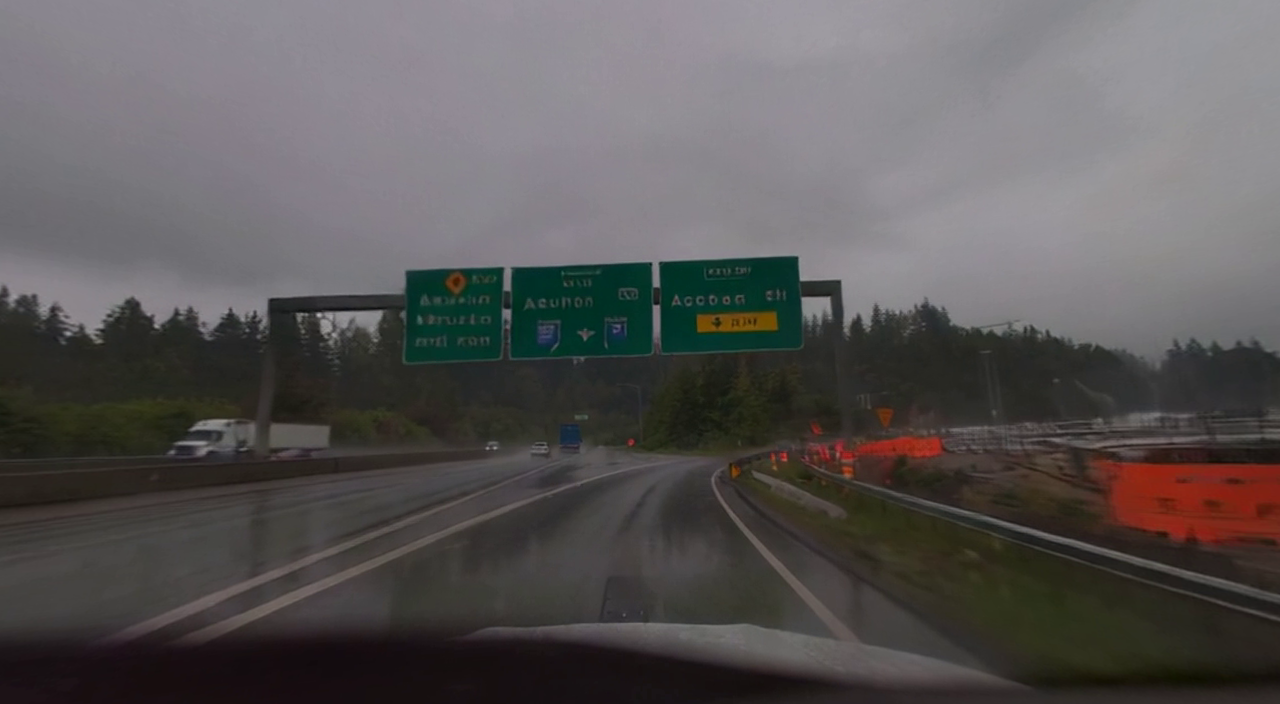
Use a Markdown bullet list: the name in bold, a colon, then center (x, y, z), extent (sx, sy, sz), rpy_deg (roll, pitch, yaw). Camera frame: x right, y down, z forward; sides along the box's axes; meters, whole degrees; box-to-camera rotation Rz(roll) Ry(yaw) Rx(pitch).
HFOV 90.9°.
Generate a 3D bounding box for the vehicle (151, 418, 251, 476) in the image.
- **vehicle**: center (-31.539, 6.899, 45.624), extent (2.949, 3.867, 5.938), rpy_deg (0, -9, -3)

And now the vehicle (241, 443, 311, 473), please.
- **vehicle**: center (-28.089, 8.211, 48.936), extent (2.224, 2.164, 5.797), rpy_deg (0, -9, -3)
